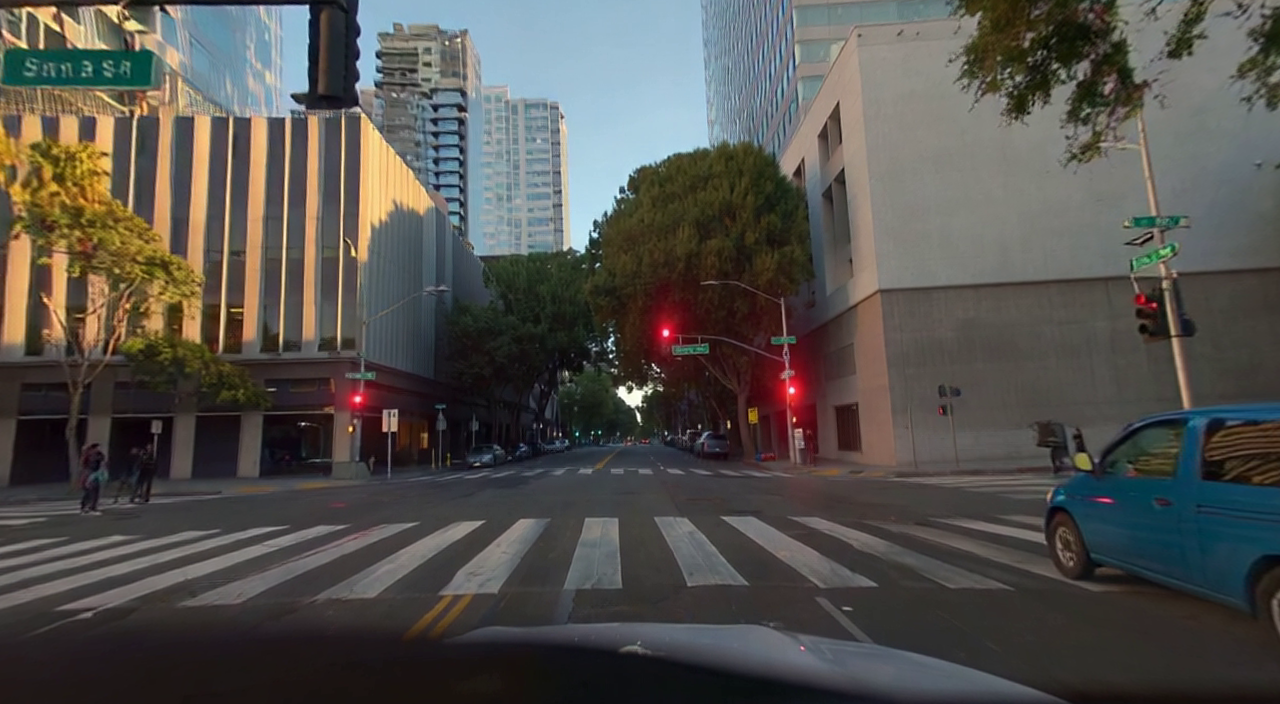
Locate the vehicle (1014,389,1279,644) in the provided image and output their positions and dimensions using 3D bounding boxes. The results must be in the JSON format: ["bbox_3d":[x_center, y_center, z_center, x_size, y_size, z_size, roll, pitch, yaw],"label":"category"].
[{"bbox_3d":[5.598,1.252,5.051,2.070,1.804,4.881,0,-8,-2],"label":"vehicle"}]

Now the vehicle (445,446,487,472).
[{"bbox_3d":[-12.452,7.629,45.374,1.935,1.639,4.244,-3,-8,-2],"label":"vehicle"}]
